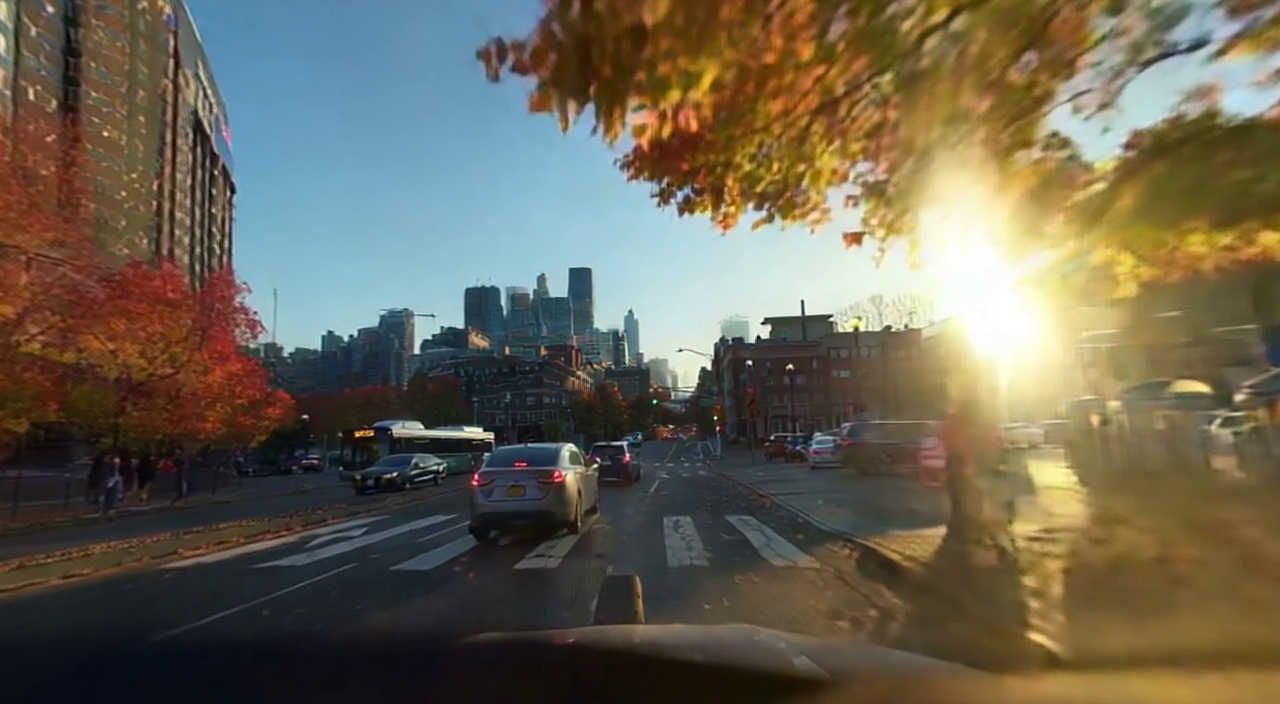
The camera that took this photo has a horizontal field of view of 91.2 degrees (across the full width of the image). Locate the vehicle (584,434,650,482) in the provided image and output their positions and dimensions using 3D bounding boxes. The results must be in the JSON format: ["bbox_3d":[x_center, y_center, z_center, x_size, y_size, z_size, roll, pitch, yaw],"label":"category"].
[{"bbox_3d":[-0.815,4.226,25.152,2.365,1.751,3.904,-1,-9,2],"label":"vehicle"}]

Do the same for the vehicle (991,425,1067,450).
[{"bbox_3d":[26.403,5.803,42.602,3.847,1.490,1.883,-1,-8,-5],"label":"vehicle"}]

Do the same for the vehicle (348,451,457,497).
[{"bbox_3d":[-9.276,4.795,25.077,2.054,1.599,5.178,-1,-9,3],"label":"vehicle"}]

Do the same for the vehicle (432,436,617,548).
[{"bbox_3d":[-1.662,2.227,10.638,2.092,1.507,4.078,-1,-9,4],"label":"vehicle"}]

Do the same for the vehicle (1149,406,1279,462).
[{"bbox_3d":[17.764,2.394,18.191,4.064,1.507,2.078,-1,-9,3],"label":"vehicle"}]

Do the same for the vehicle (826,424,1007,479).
[{"bbox_3d":[8.899,3.247,20.598,4.894,1.451,2.089,-4,-8,3],"label":"vehicle"}]
